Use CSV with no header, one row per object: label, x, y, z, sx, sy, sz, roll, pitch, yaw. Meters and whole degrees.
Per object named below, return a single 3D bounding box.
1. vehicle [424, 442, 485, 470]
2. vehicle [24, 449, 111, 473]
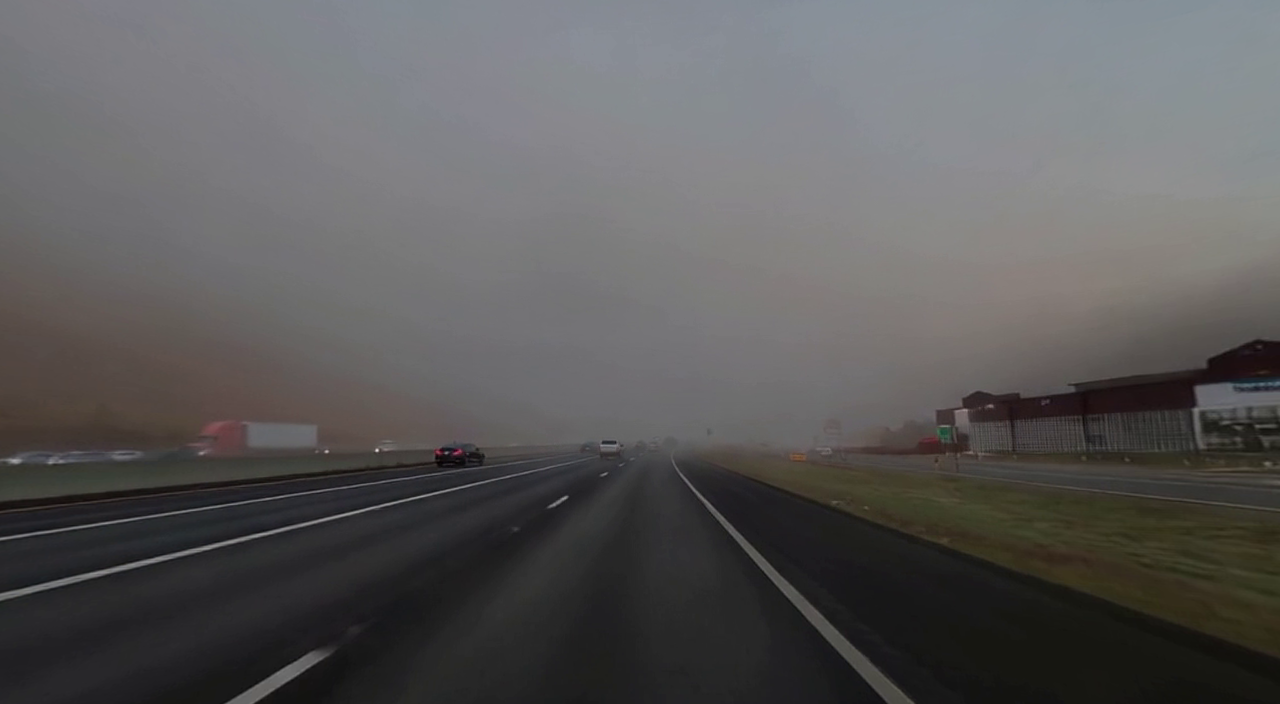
vehicle,-10.337,5.805,35.430,1.927,1.454,4.395,-1,-8,3
vehicle,-37.961,7.203,41.967,1.648,1.429,4.280,-1,-8,2
